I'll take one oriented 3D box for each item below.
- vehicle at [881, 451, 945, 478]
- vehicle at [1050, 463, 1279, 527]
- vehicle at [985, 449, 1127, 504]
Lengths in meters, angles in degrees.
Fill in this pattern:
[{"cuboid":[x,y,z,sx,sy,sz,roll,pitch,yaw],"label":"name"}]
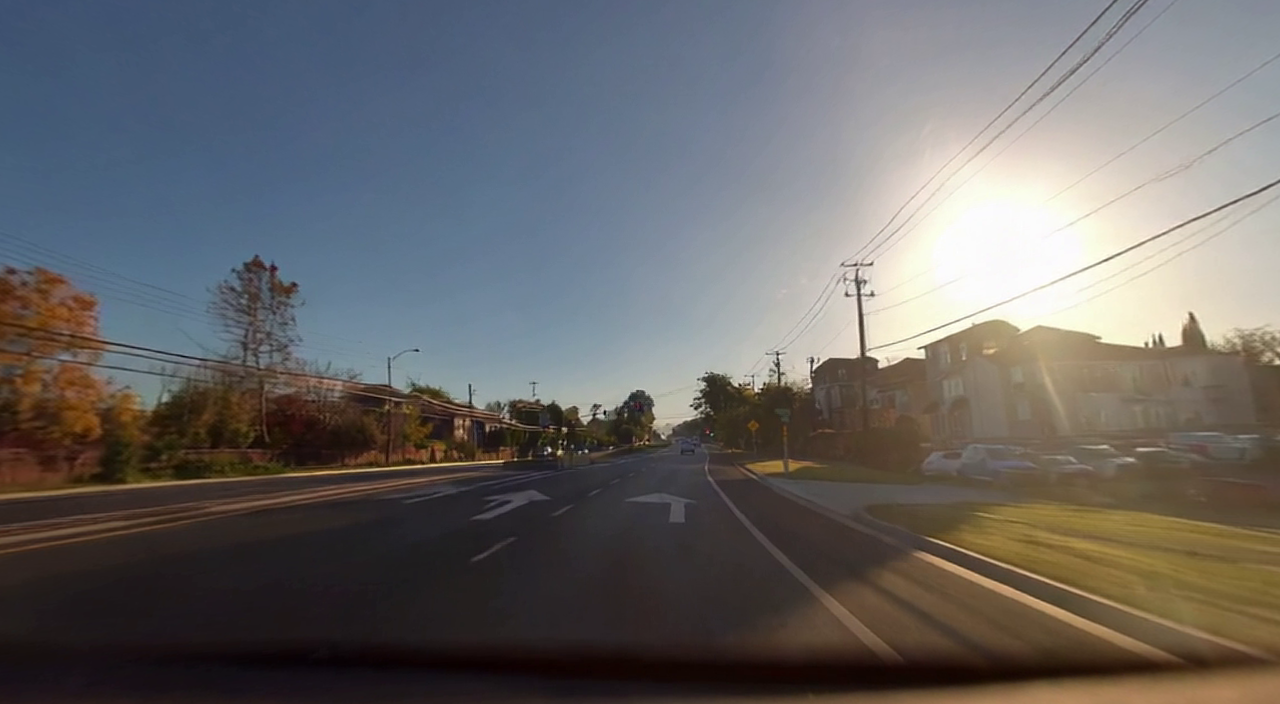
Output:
[{"cuboid":[17.440,7.195,40.486,1.832,1.413,4.505,-6,-8,-3],"label":"vehicle"},{"cuboid":[14.759,3.941,17.952,1.885,1.433,4.719,7,-11,-40],"label":"vehicle"},{"cuboid":[14.721,4.318,22.297,4.405,1.694,2.227,4,-10,-28],"label":"vehicle"}]
